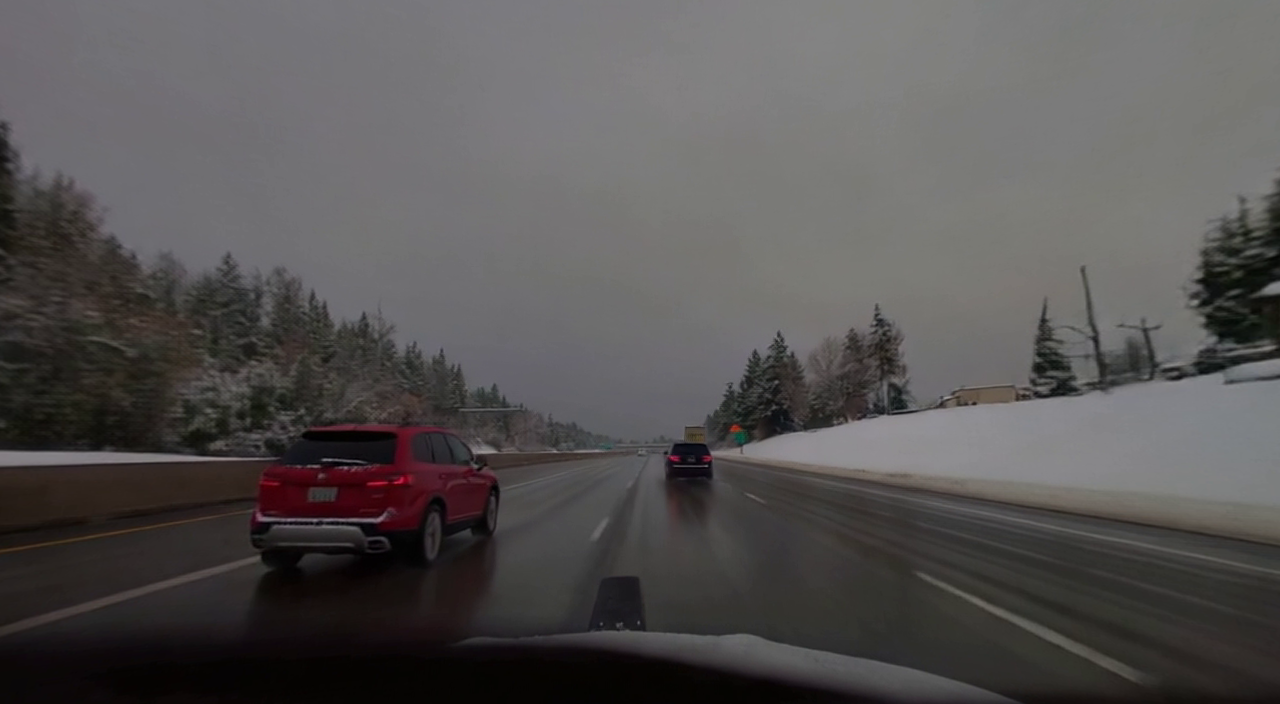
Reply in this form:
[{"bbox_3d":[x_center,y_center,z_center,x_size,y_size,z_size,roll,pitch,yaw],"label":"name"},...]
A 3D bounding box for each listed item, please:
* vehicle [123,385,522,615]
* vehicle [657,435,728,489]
[{"bbox_3d":[-2.953,1.522,7.360,2.139,1.804,4.611,0,-9,1],"label":"vehicle"},{"bbox_3d":[1.718,3.814,22.092,2.087,1.682,4.388,0,-9,0],"label":"vehicle"}]
